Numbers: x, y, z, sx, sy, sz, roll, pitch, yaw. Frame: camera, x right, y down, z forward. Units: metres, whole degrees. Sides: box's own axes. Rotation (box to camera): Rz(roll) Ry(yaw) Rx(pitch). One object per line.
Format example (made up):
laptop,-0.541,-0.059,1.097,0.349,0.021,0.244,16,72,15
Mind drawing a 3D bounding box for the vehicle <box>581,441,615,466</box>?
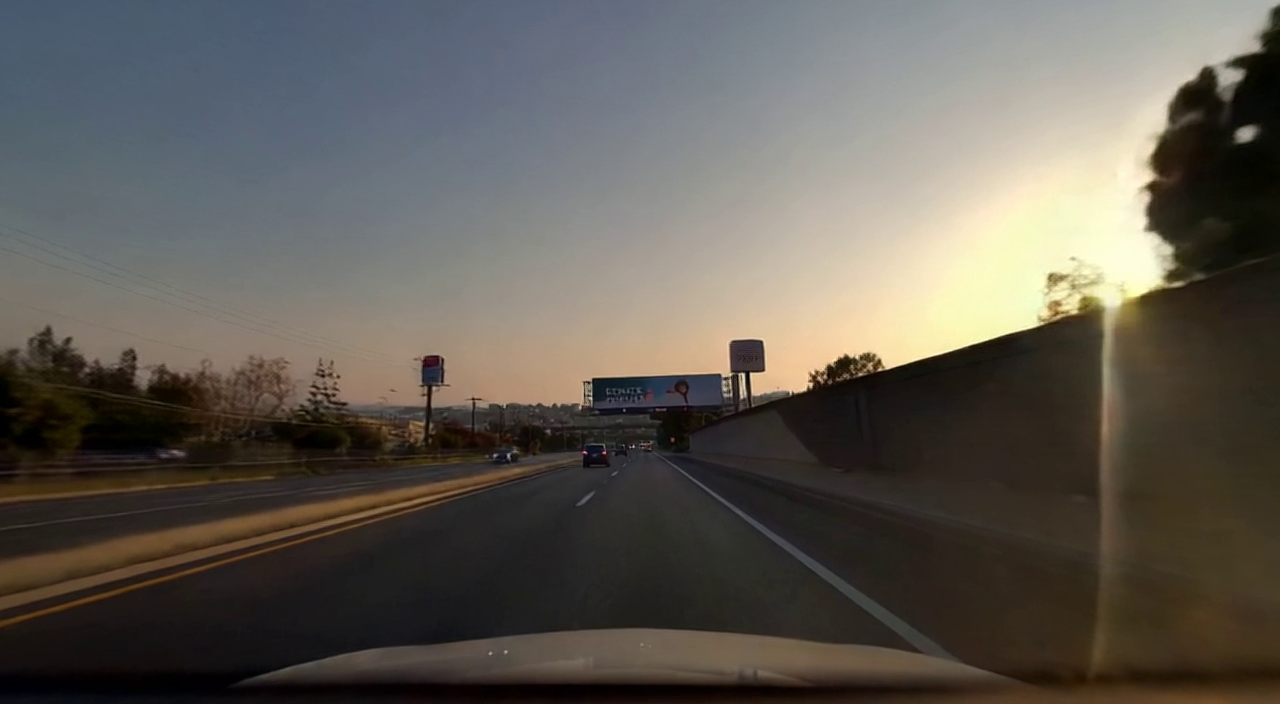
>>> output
vehicle,-3.206,7.880,49.127,2.159,1.793,5.027,-1,-9,1
